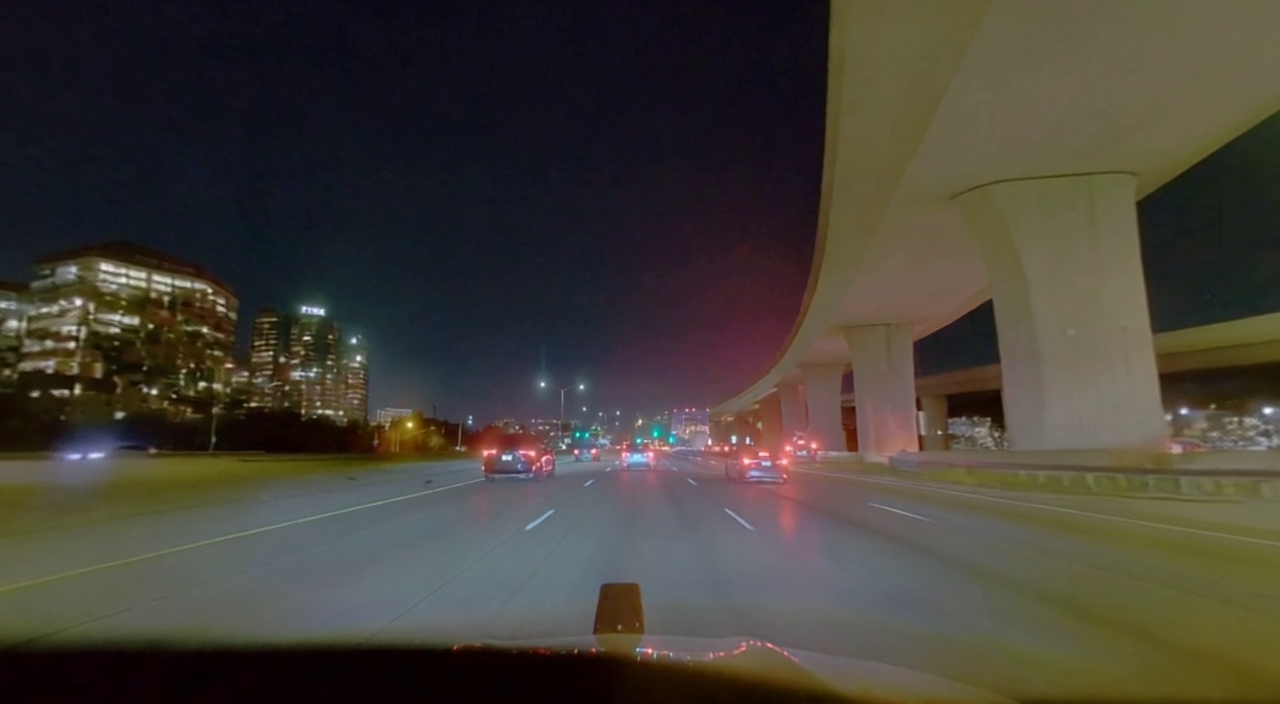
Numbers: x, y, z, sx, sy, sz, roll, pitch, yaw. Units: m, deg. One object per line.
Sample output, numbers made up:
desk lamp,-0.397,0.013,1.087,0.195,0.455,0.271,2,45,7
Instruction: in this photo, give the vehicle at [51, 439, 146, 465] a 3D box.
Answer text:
vehicle,-33.849,6.280,39.547,1.783,1.521,4.566,0,-8,2

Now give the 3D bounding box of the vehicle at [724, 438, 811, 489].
vehicle,4.044,3.598,20.619,1.974,1.490,3.994,0,-8,-1

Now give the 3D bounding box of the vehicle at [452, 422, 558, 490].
vehicle,-4.018,3.198,19.646,2.142,1.819,4.648,0,-8,1

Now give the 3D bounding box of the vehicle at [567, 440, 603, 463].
vehicle,-3.615,6.614,42.046,1.868,1.431,4.055,0,-8,2

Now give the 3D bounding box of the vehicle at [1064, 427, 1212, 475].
vehicle,23.029,4.604,29.583,2.376,1.988,6.109,-1,-8,5

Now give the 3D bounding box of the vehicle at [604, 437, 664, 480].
vehicle,-0.187,4.037,24.135,2.089,1.493,3.964,0,-8,0
